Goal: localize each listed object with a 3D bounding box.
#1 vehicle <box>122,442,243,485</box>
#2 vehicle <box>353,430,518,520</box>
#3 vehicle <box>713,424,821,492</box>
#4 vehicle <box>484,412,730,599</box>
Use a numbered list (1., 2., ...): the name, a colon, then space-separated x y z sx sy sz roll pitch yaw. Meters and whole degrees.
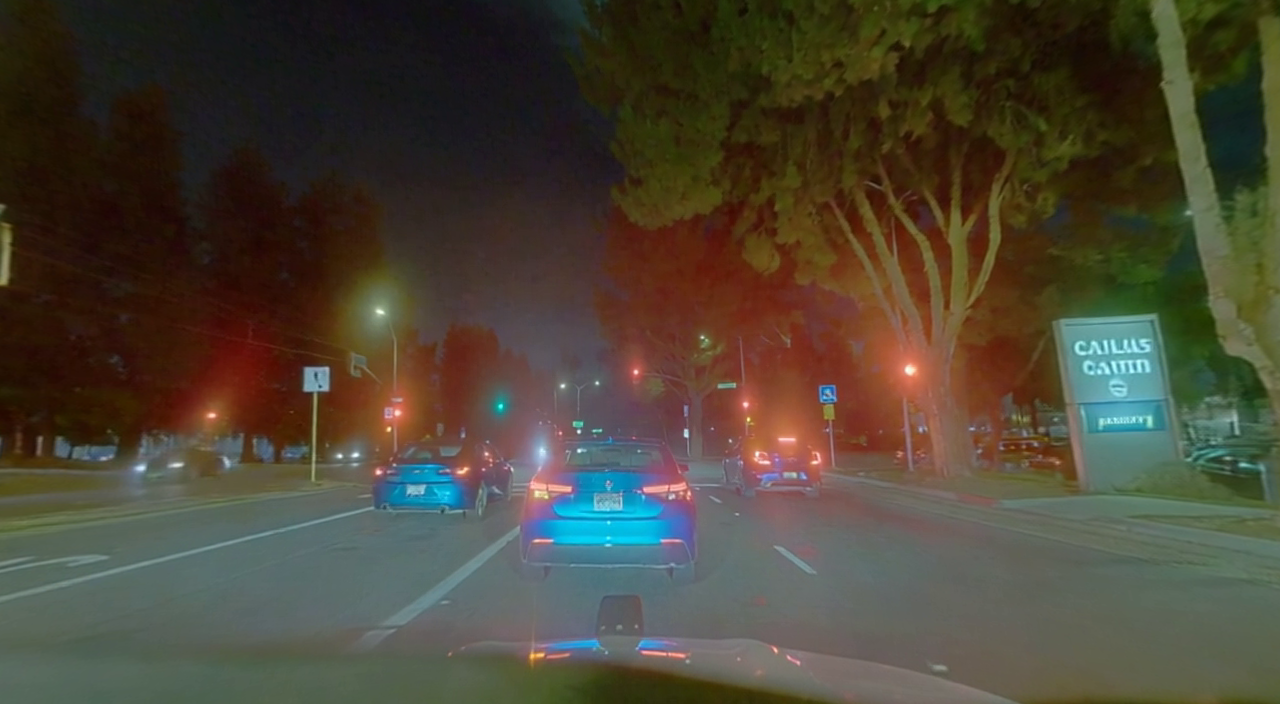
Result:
1. vehicle: -20.180 4.896 28.169 1.982 1.712 4.511 0 -8 0
2. vehicle: -3.720 2.300 12.300 1.998 1.452 3.773 0 -8 -1
3. vehicle: 3.429 2.974 17.993 2.028 1.678 4.220 0 -8 -2
4. vehicle: -0.366 1.583 7.430 2.045 1.533 4.183 0 -8 -3
